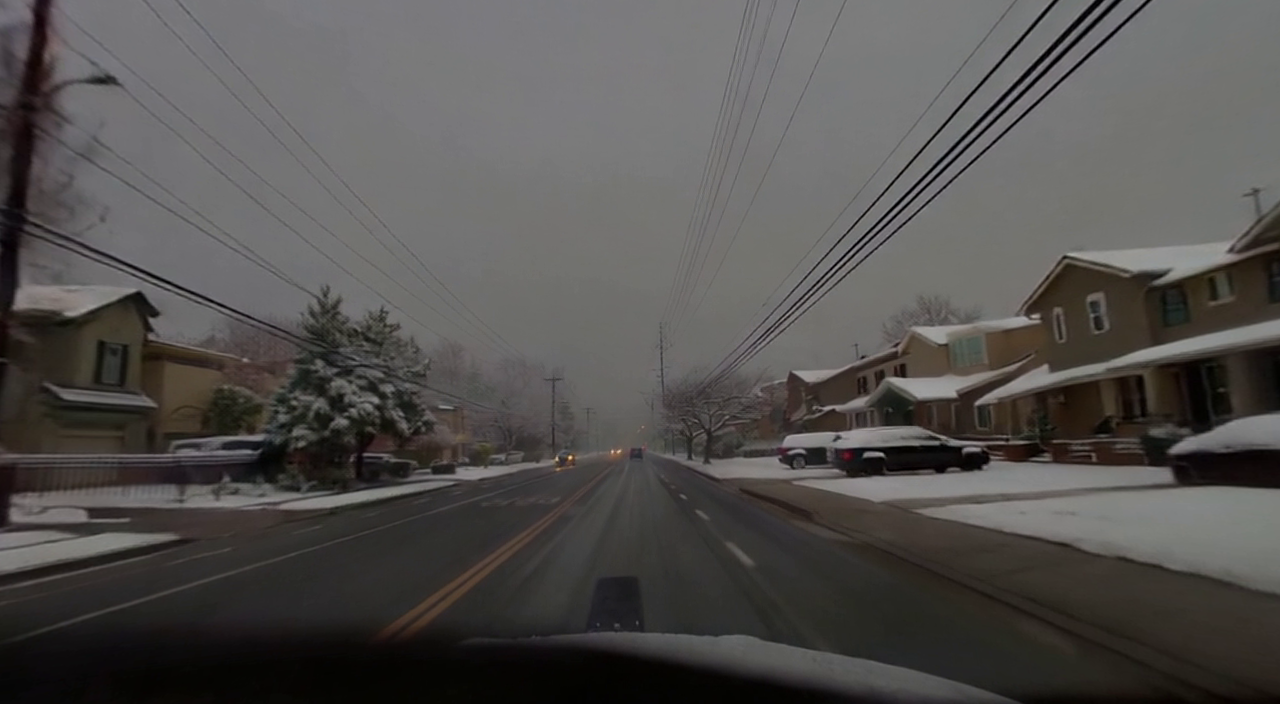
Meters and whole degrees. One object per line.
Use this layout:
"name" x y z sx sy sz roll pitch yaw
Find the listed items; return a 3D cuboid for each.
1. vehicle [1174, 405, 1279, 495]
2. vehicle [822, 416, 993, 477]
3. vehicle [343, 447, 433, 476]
"vehicle" 11.819 1.576 10.372 1.973 1.481 4.745 -4 -7 1
"vehicle" 8.883 3.193 21.371 4.747 1.942 2.158 0 -8 1
"vehicle" -14.989 6.516 37.765 4.501 1.689 2.106 0 -8 1
